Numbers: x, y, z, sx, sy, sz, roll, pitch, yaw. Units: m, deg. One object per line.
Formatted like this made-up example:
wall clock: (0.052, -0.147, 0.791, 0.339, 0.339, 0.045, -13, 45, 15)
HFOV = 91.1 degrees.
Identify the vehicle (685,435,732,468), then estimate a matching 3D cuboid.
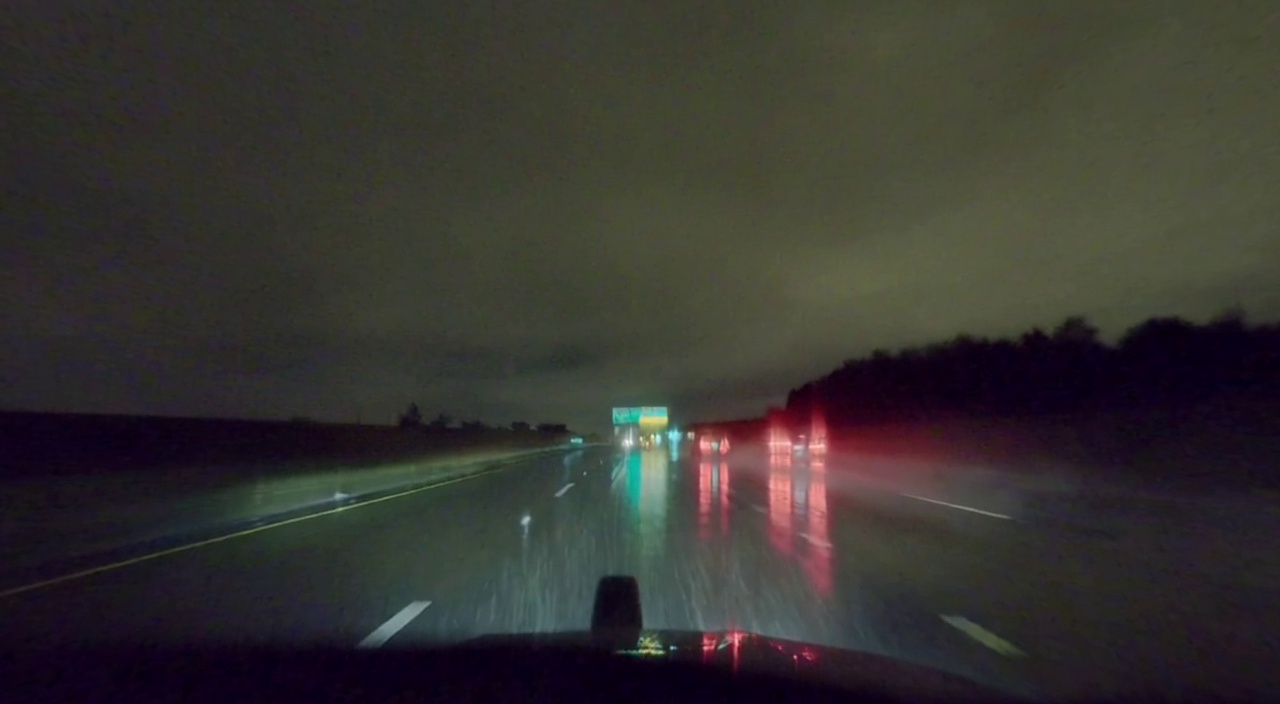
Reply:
vehicle: (3.340, 4.888, 31.160, 1.802, 1.492, 3.804, 0, -8, -1)
